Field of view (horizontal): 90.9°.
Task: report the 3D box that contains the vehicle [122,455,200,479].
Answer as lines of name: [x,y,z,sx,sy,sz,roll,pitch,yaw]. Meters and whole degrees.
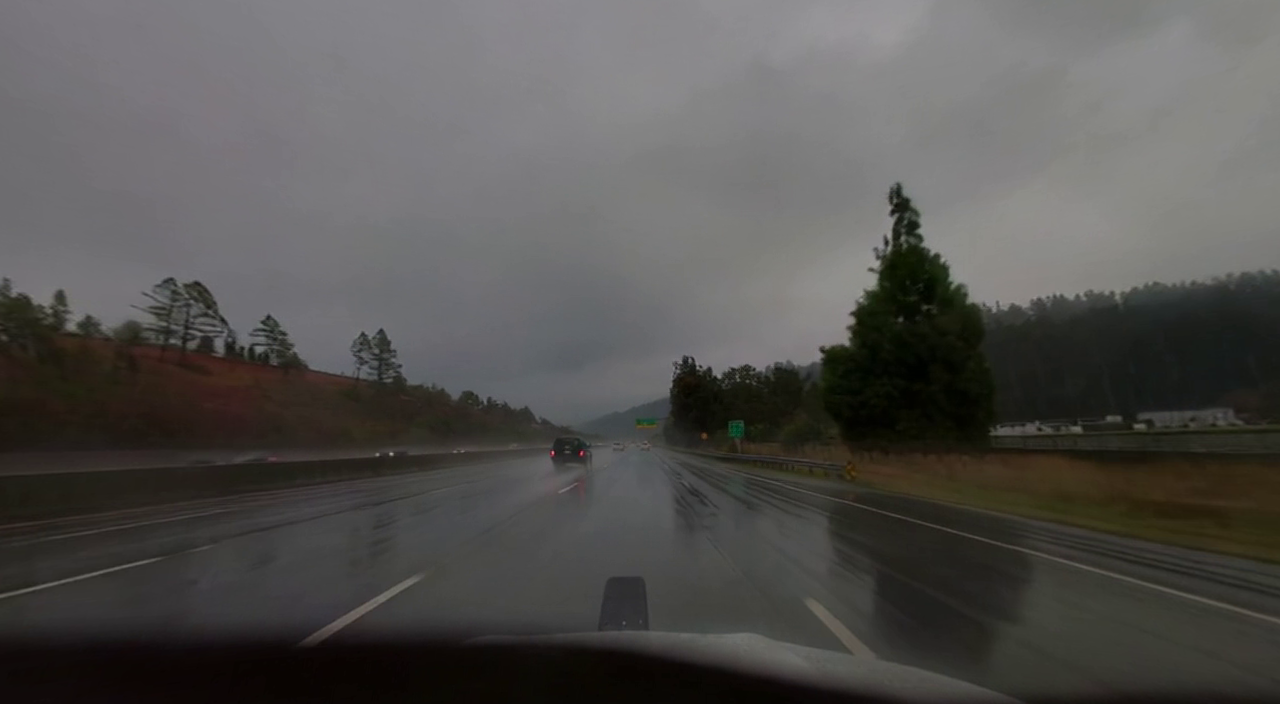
vehicle: [-32.531,7.819,43.032,1.785,1.459,4.414,0,-9,1]

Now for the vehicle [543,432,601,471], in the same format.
vehicle: [-3.296,4.959,31.597,2.283,1.802,4.810,0,-9,1]
